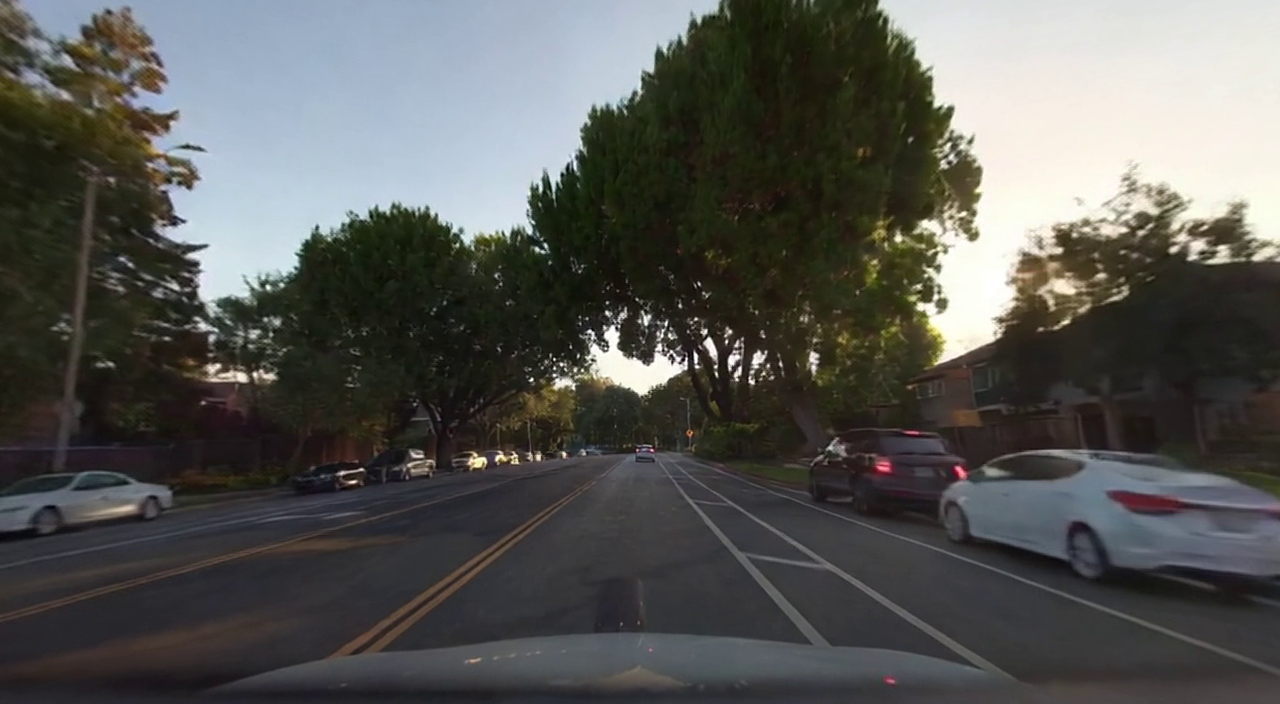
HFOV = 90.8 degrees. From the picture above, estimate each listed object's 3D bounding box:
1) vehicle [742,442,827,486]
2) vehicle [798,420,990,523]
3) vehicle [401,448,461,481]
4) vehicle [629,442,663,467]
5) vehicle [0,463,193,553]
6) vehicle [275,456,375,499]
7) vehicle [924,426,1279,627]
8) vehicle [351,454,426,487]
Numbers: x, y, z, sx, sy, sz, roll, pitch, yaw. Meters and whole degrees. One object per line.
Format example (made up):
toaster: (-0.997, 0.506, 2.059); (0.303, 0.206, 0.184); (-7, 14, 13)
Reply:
vehicle: (5.260, 4.147, 23.732); (1.978, 1.438, 4.716); (0, -9, -1)
vehicle: (5.145, 2.499, 13.734); (2.078, 1.813, 4.827); (0, -9, -1)
vehicle: (-12.187, 6.559, 37.175); (1.905, 1.503, 5.015); (-5, -8, -2)
vehicle: (0.322, 6.416, 39.821); (2.022, 1.471, 3.973); (0, -9, -1)
vehicle: (-12.354, 3.235, 13.790); (1.853, 1.497, 4.527); (0, -9, 0)
vehicle: (-12.519, 4.973, 25.441); (1.877, 1.505, 4.125); (0, -9, 0)
vehicle: (5.109, 1.643, 7.009); (1.839, 1.478, 4.459); (0, -9, 0)
vehicle: (-12.335, 5.836, 31.384); (1.916, 1.463, 4.564); (0, -9, -1)
